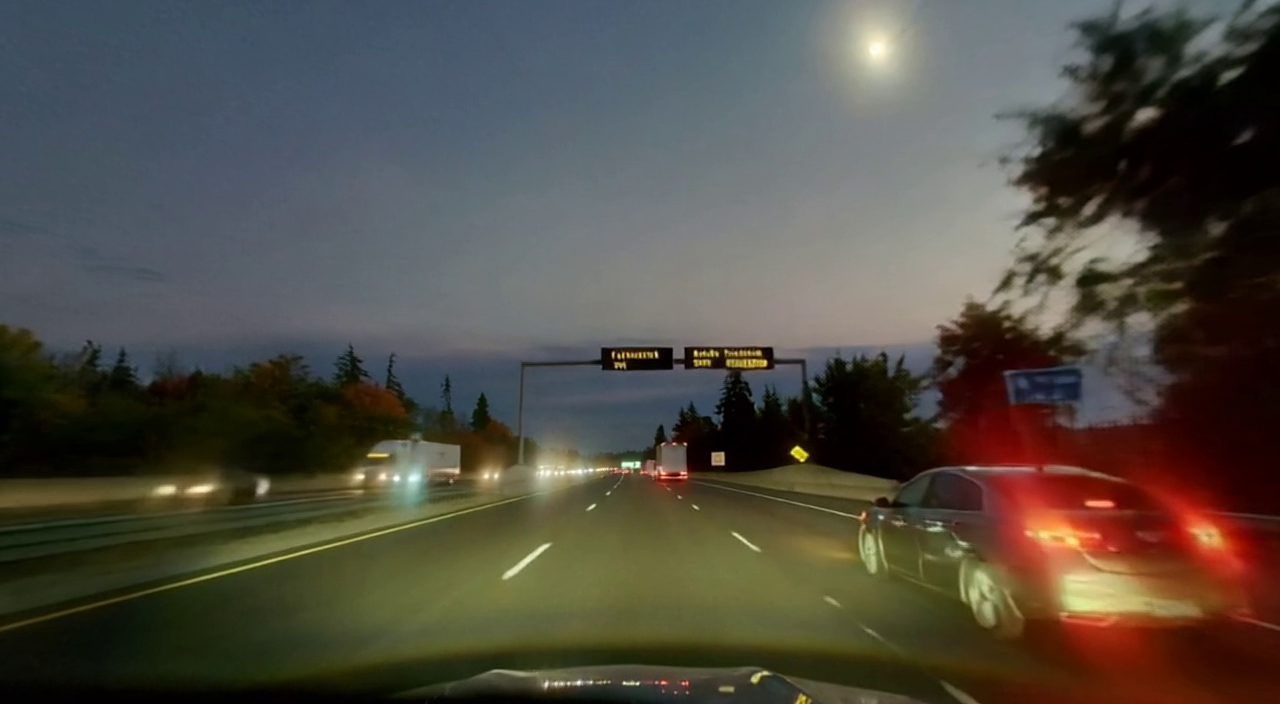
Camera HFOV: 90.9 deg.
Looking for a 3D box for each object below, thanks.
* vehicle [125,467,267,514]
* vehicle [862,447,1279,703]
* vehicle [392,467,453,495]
[{"bbox_3d":[-15.894,4.963,22.941,1.863,1.471,4.543,1,-11,0],"label":"vehicle"},{"bbox_3d":[3.942,1.715,5.847,2.051,1.472,4.547,1,-11,-1],"label":"vehicle"},{"bbox_3d":[-12.191,7.261,35.586,1.860,1.458,4.370,1,-11,0],"label":"vehicle"}]
